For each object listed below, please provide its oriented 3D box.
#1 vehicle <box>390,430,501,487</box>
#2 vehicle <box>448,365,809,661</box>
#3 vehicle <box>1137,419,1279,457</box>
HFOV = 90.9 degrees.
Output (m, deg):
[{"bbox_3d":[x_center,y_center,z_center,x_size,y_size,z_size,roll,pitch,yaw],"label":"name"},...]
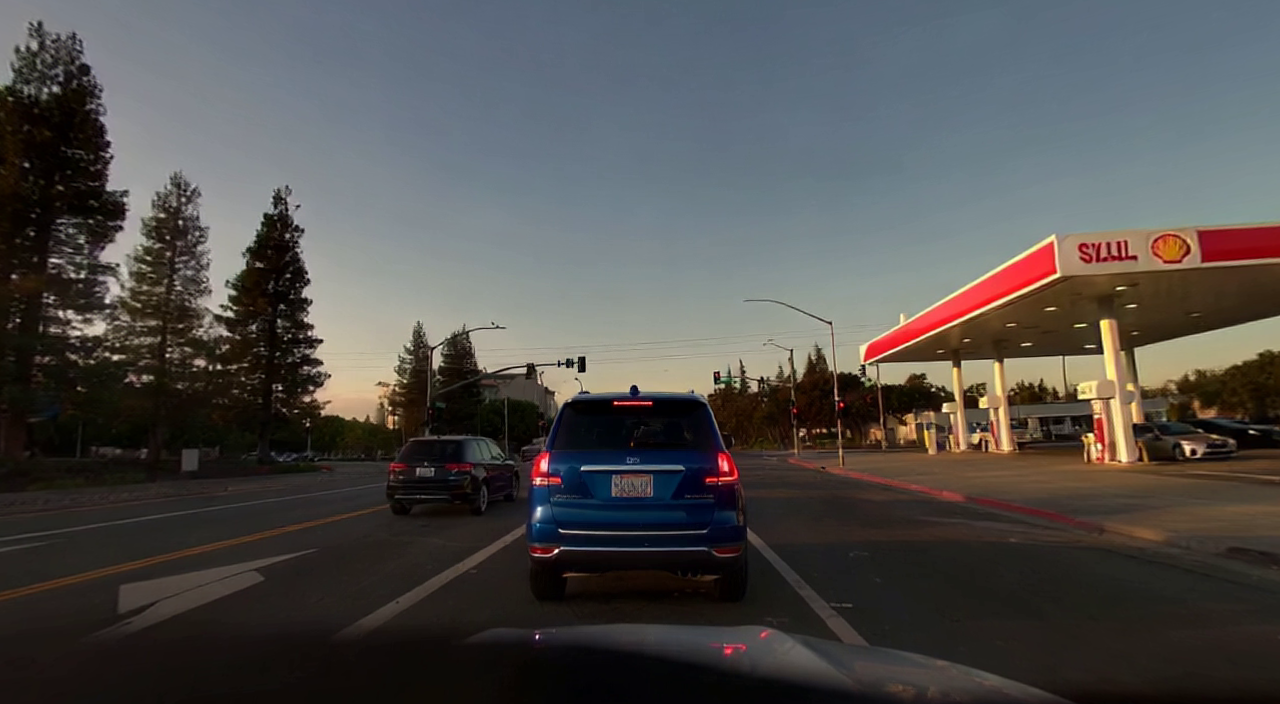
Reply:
[{"bbox_3d":[-6.649,3.702,22.157,2.065,1.753,4.525,-1,-9,6],"label":"vehicle"},{"bbox_3d":[0.013,1.314,6.148,2.236,1.819,4.291,-1,-9,3],"label":"vehicle"},{"bbox_3d":[25.935,3.954,28.787,4.551,1.616,1.973,-2,-9,11],"label":"vehicle"}]
